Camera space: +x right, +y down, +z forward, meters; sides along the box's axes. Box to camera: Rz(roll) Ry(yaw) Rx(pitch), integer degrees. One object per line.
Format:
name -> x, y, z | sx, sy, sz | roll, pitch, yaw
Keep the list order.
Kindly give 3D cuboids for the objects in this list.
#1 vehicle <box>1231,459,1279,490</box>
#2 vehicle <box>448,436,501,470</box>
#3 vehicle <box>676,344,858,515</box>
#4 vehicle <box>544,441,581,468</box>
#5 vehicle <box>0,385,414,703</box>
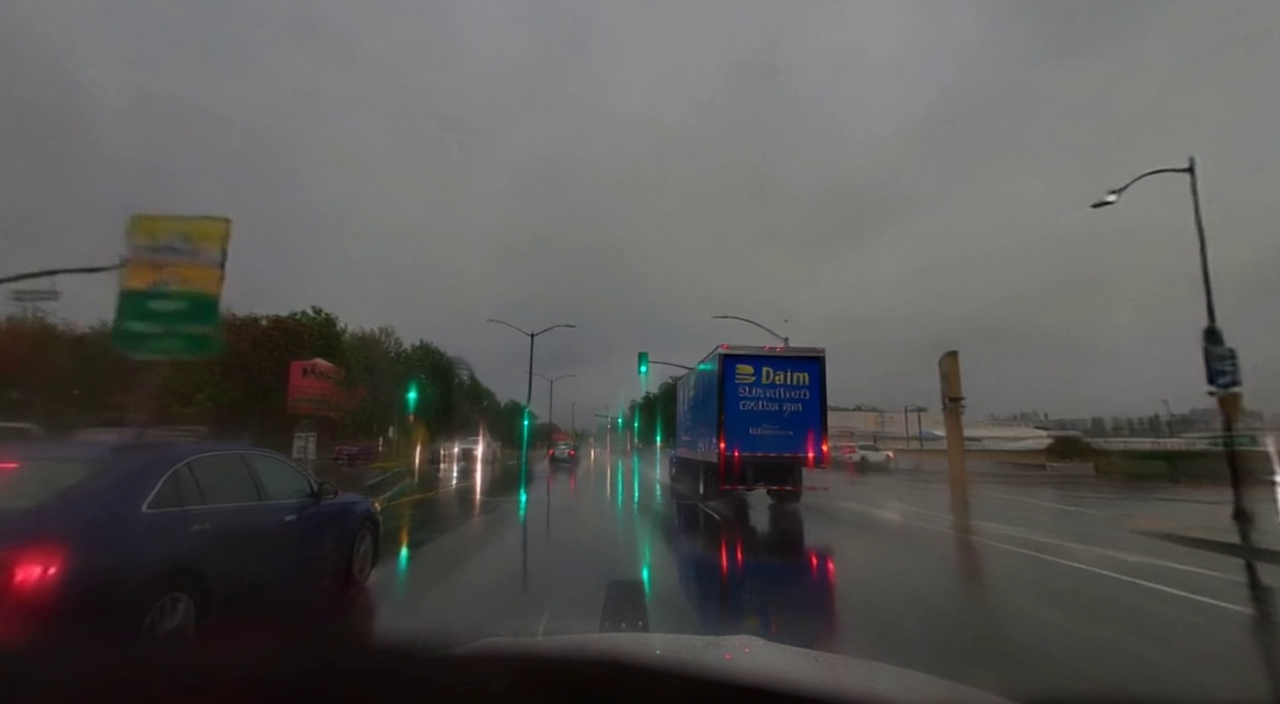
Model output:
vehicle -> 47.157, 9.033, 46.499 | 5.091, 2.041, 2.327 | 2, -9, -15
vehicle -> -9.701, 5.986, 37.259 | 2.374, 1.863, 4.751 | 1, -9, -7
vehicle -> 2.970, 2.275, 17.758 | 2.905, 3.644, 8.441 | 0, -9, -3
vehicle -> -5.415, 7.229, 44.511 | 2.388, 1.811, 4.455 | 1, -9, -4
vehicle -> -3.243, 1.154, 4.076 | 1.828, 1.515, 4.422 | 0, -9, 1
